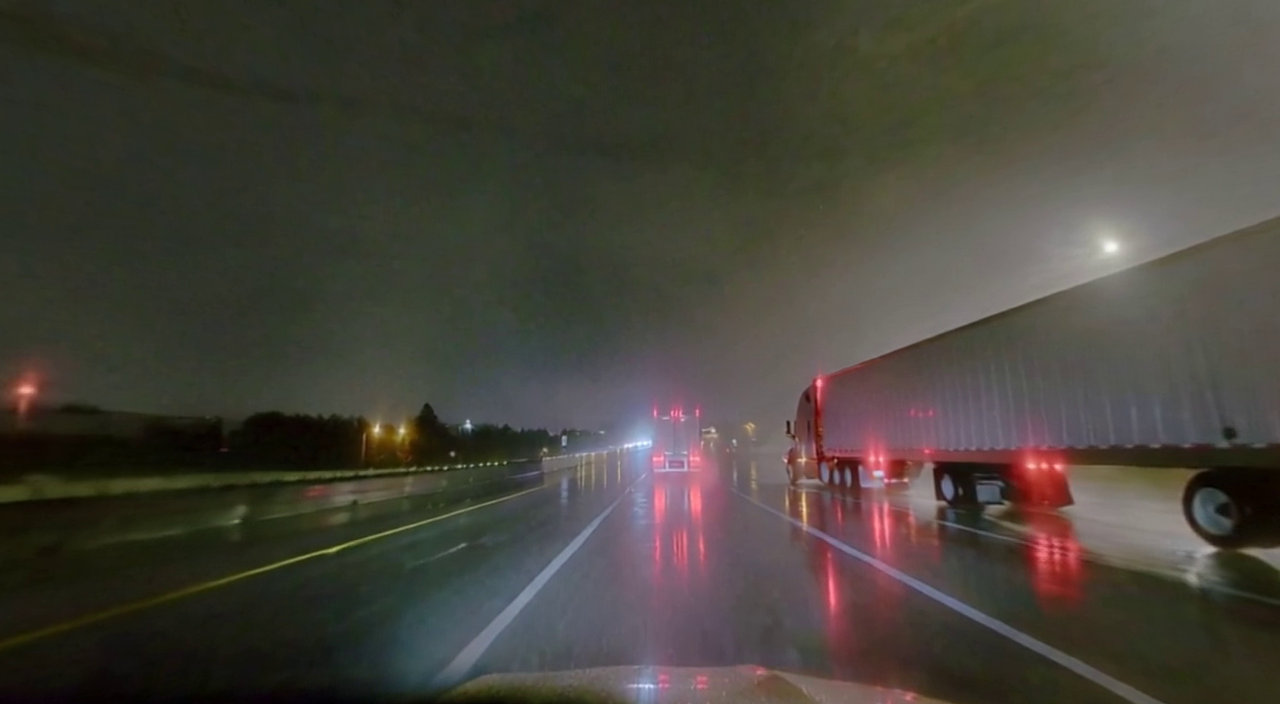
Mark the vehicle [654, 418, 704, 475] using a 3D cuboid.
[{"bbox_3d":[2.959,7.233,47.784,3.244,3.713,12.155,-1,-9,4],"label":"vehicle"}]
